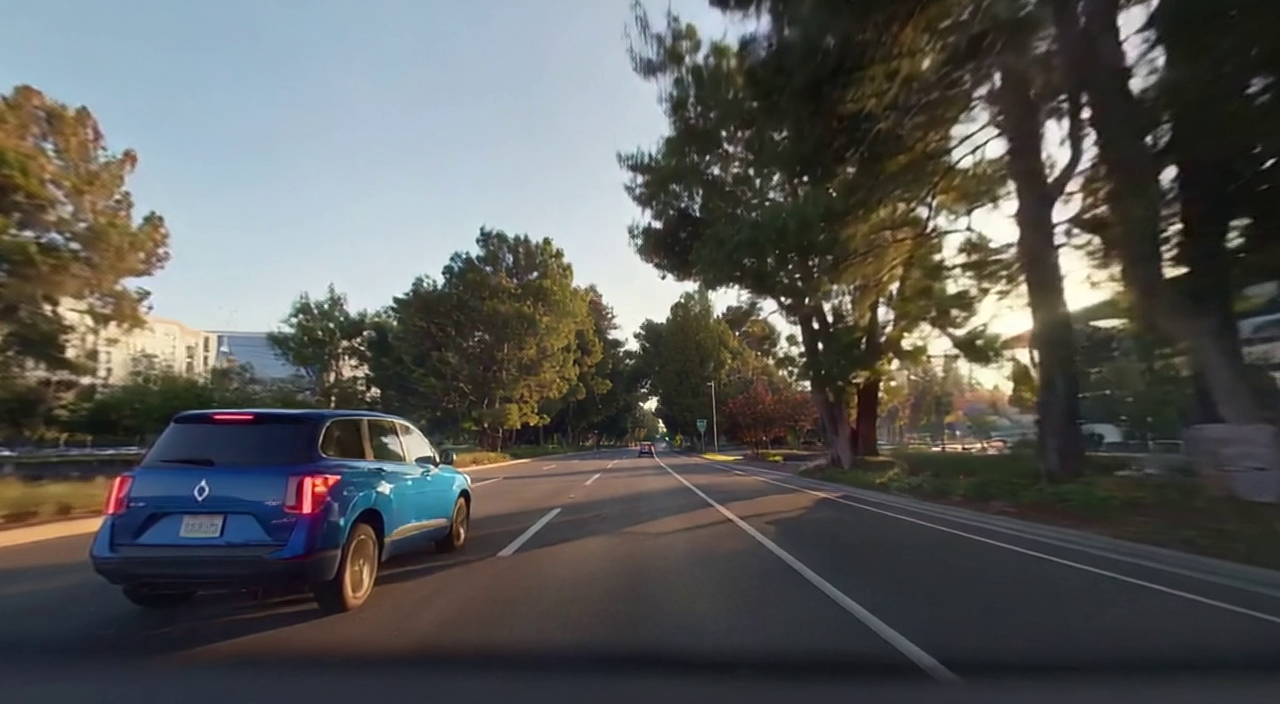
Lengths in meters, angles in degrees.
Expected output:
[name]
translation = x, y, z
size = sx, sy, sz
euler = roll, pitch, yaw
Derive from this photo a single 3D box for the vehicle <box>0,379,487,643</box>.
[vehicle]
translation = -3.162, 1.366, 6.422
size = 2.033, 1.713, 4.503
euler = 0, -8, 0
